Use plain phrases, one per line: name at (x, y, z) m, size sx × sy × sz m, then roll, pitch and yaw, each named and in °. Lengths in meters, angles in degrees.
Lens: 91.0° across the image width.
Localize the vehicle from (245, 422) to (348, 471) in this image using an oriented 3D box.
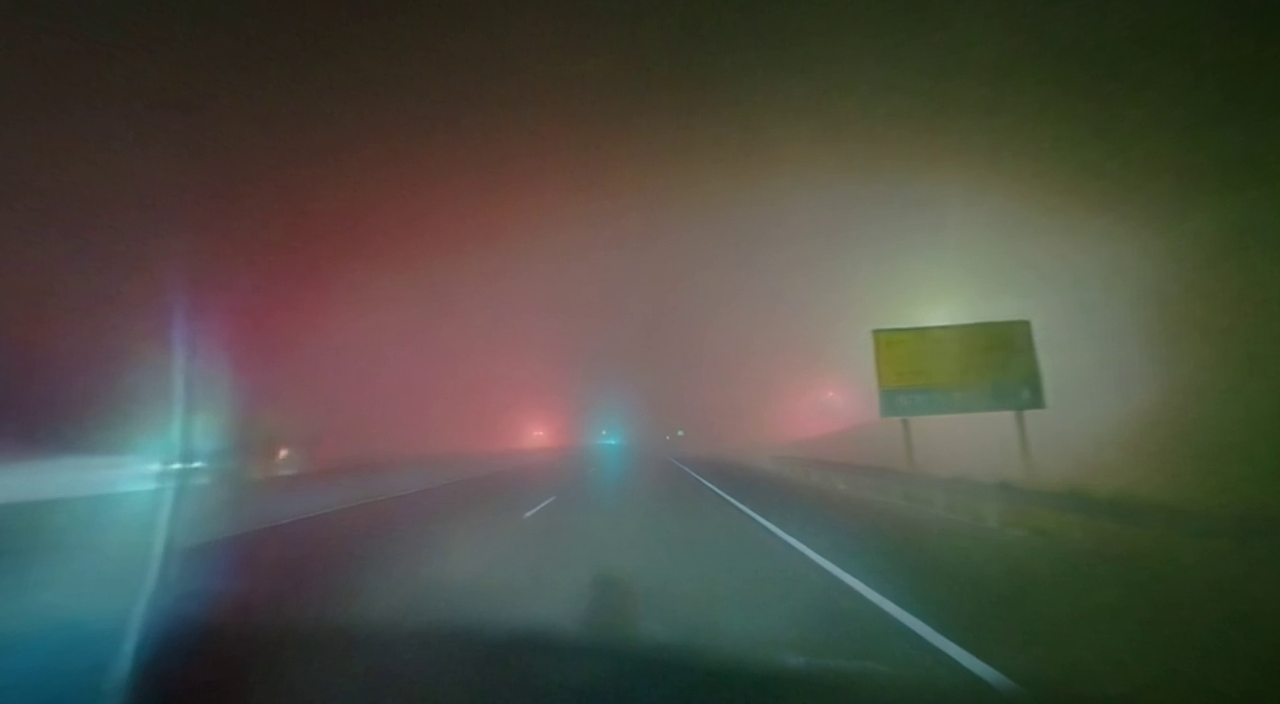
vehicle at (-20.120, 5.563, 37.277) m, size 2.564 × 2.639 × 6.046 m, roll -1°, pitch -8°, yaw 1°

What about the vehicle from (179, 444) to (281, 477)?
vehicle at (-20.103, 5.324, 31.172) m, size 1.982 × 1.457 × 4.609 m, roll 0°, pitch -8°, yaw 0°
